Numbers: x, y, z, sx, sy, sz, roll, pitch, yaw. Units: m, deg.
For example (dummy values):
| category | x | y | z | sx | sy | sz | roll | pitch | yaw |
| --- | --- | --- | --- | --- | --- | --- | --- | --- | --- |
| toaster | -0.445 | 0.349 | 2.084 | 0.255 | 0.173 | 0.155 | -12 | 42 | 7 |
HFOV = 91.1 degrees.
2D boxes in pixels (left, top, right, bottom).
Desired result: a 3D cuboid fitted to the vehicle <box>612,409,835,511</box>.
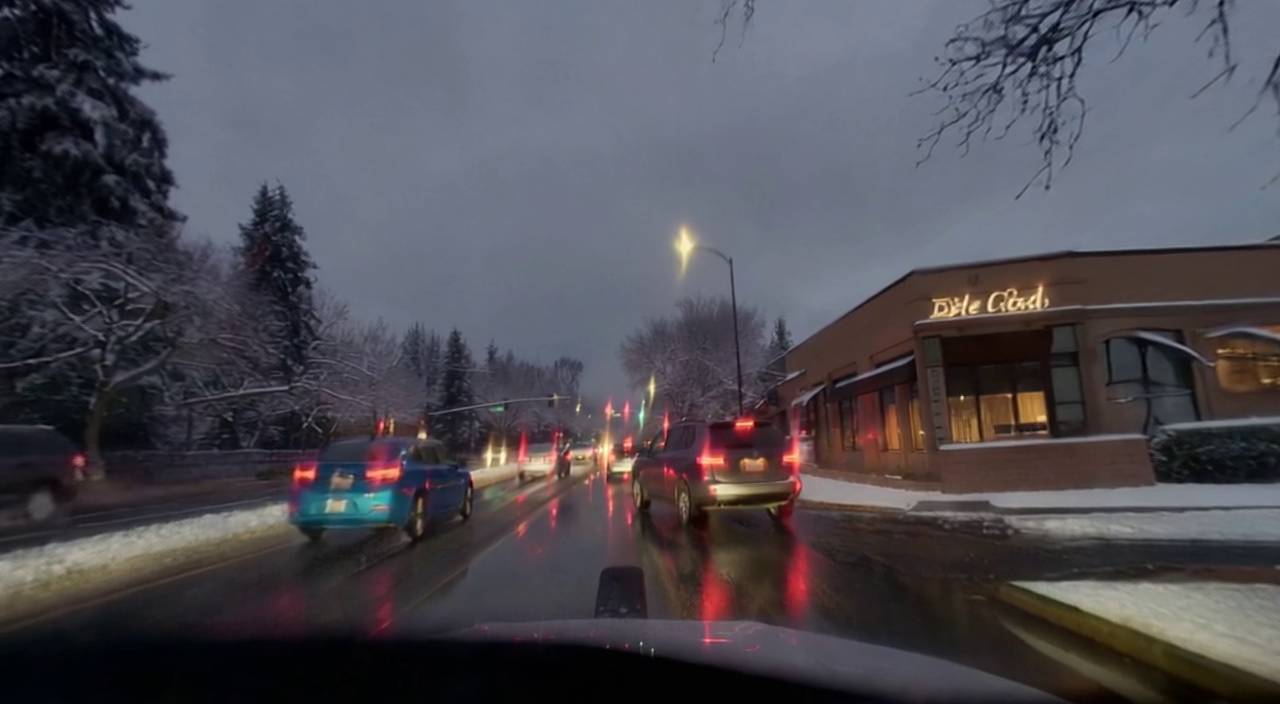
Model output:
| category | x | y | z | sx | sy | sz | roll | pitch | yaw |
| --- | --- | --- | --- | --- | --- | --- | --- | --- | --- |
| vehicle | 1.780 | 2.419 | 14.403 | 4.642 | 1.955 | 2.052 | -7 | -11 | 39 |

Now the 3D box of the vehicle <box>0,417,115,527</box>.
| category | x | y | z | sx | sy | sz | roll | pitch | yaw |
| --- | --- | --- | --- | --- | --- | --- | --- | --- | --- |
| vehicle | -17.064 | 2.973 | 15.534 | 2.537 | 2.696 | 6.281 | 0 | -9 | 1 |

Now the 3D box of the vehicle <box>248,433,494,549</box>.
| category | x | y | z | sx | sy | sz | roll | pitch | yaw |
| --- | --- | --- | --- | --- | --- | --- | --- | --- | --- |
| vehicle | -3.949 | 2.097 | 10.225 | 2.026 | 1.466 | 4.282 | 0 | -8 | 1 |

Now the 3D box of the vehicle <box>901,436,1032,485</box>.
| category | x | y | z | sx | sy | sz | roll | pitch | yaw |
| --- | --- | --- | --- | --- | --- | --- | --- | --- | --- |
| vehicle | 12.296 | 4.105 | 23.836 | 3.871 | 1.525 | 1.835 | -3 | -9 | 0 |

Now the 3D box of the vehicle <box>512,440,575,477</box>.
| category | x | y | z | sx | sy | sz | roll | pitch | yaw |
| --- | --- | --- | --- | --- | --- | --- | --- | --- | --- |
| vehicle | -4.039 | 4.536 | 27.007 | 2.042 | 1.470 | 4.123 | 0 | -8 | 0 |
